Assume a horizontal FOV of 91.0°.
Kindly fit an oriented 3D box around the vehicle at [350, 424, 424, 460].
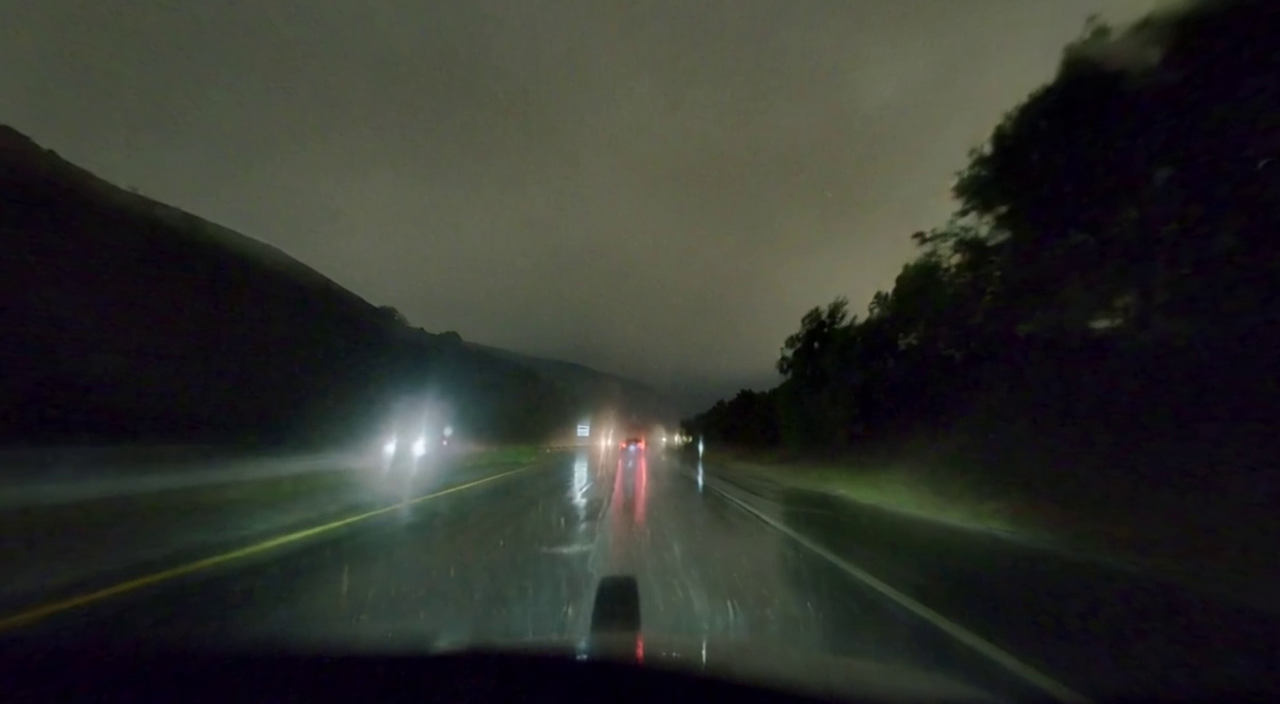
[{"bbox_3d":[-14.465,5.208,36.415,2.104,1.922,5.192,0,-8,0],"label":"vehicle"}]
